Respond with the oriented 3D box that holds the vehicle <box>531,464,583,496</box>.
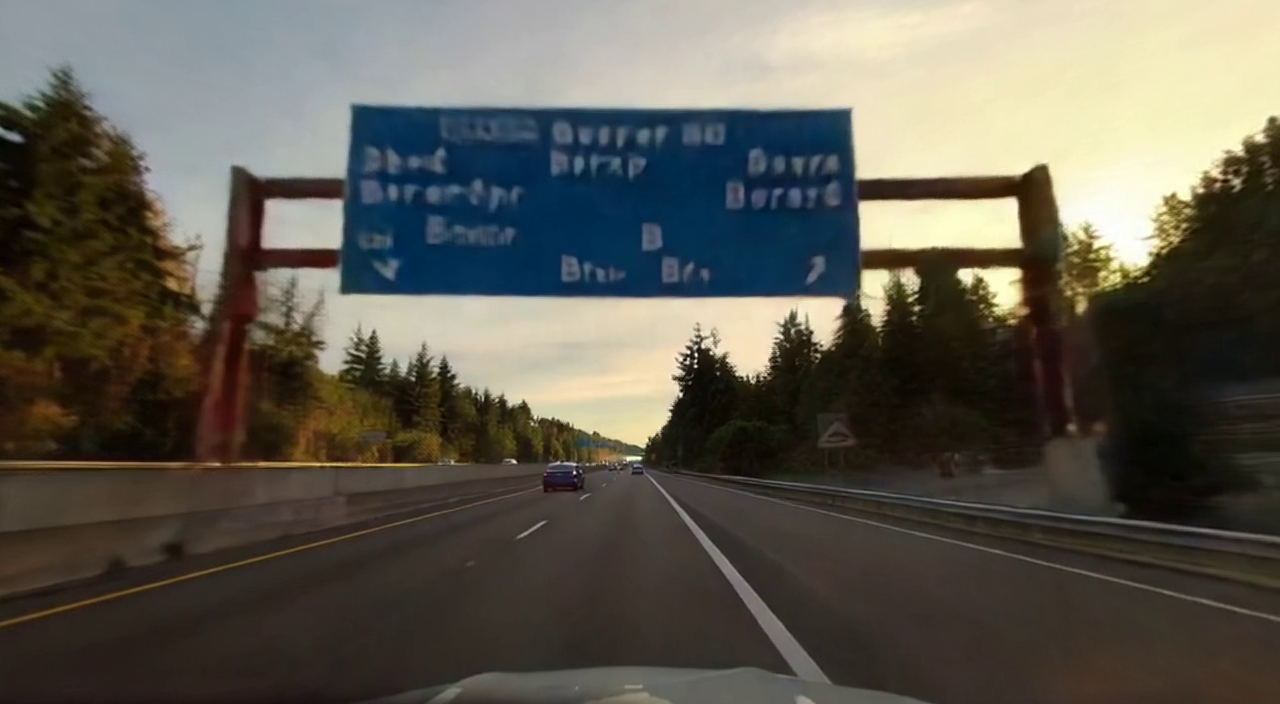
[{"bbox_3d":[-4.044,6.322,31.326,2.006,1.469,4.050,1,-10,0],"label":"vehicle"}]
